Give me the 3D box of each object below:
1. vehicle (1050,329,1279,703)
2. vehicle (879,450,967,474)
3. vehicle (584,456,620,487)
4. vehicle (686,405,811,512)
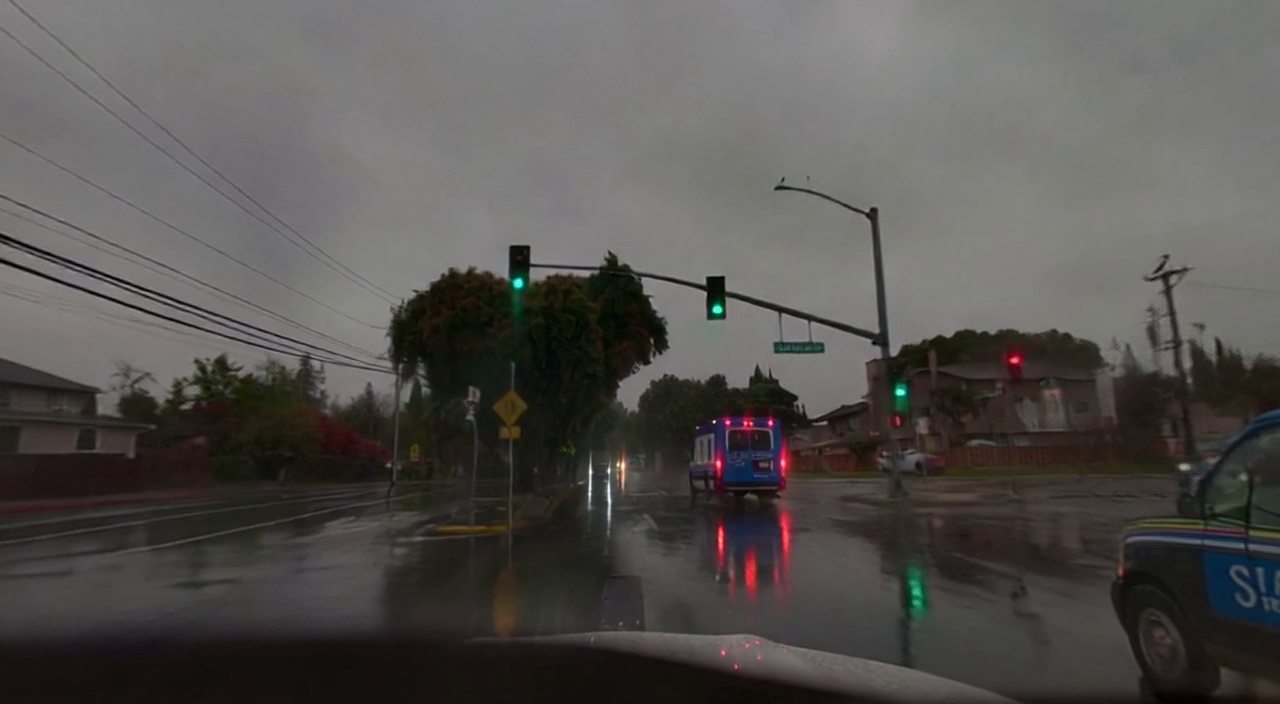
[{"bbox_3d":[4.262,0.733,2.306,2.194,1.922,4.822,0,-8,-1],"label":"vehicle"},{"bbox_3d":[18.335,7.101,40.971,4.868,1.455,2.054,-5,-10,31],"label":"vehicle"},{"bbox_3d":[-2.389,7.349,39.070,2.114,1.707,3.725,0,-8,-5],"label":"vehicle"},{"bbox_3d":[2.990,3.130,19.033,2.406,2.687,5.521,0,-8,-4],"label":"vehicle"}]
